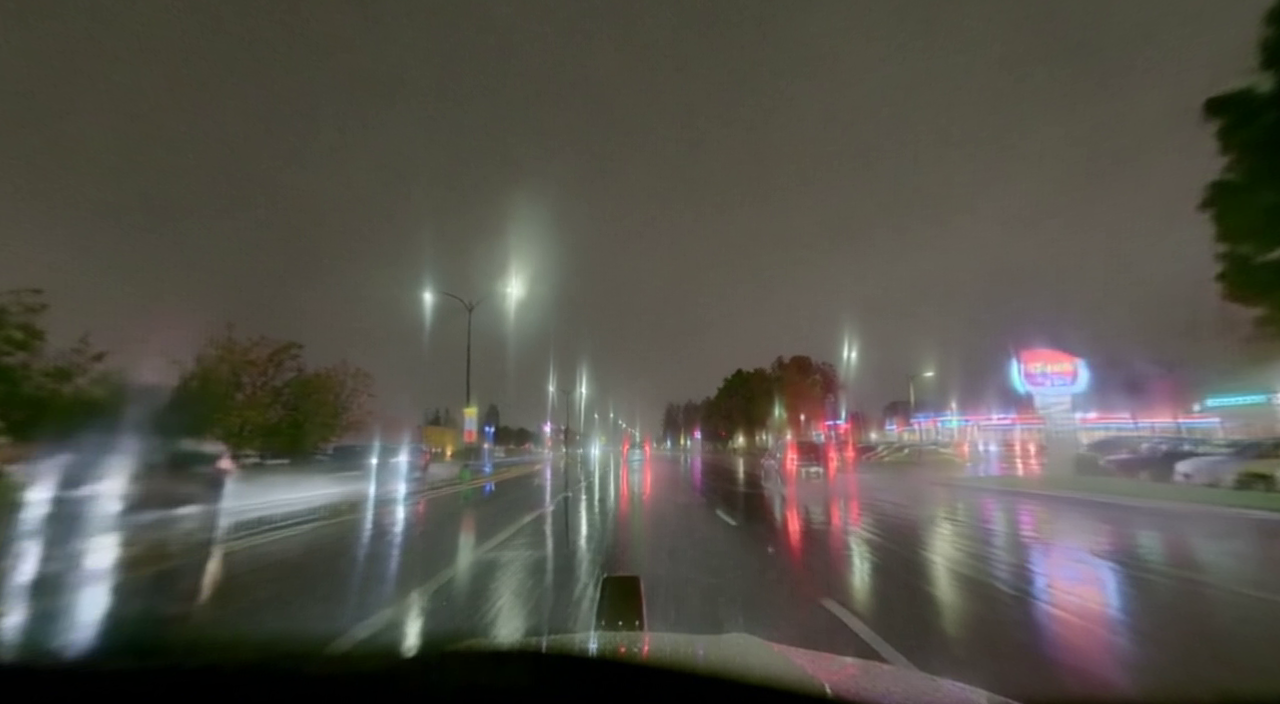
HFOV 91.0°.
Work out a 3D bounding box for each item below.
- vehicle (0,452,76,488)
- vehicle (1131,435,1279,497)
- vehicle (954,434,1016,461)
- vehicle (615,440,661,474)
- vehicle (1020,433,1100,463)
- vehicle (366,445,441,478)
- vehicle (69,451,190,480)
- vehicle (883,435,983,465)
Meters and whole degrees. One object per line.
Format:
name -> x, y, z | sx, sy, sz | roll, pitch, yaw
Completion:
vehicle -> -27.737, 5.083, 27.314 | 4.563, 1.480, 1.946 | 0, -9, 0
vehicle -> 16.289, 3.034, 17.087 | 1.949, 1.458, 4.865 | 0, -9, 0
vehicle -> 26.678, 7.460, 48.893 | 2.046, 1.893, 5.097 | -3, -9, 2
vehicle -> -0.121, 4.854, 29.161 | 1.998, 1.452, 3.773 | 0, -9, -1
vehicle -> 28.006, 6.462, 42.212 | 1.991, 1.877, 5.024 | 0, -9, 1
vehicle -> -11.924, 5.551, 32.120 | 2.041, 1.553, 4.433 | 0, -9, 1
vehicle -> -26.924, 5.995, 33.330 | 4.660, 1.446, 1.870 | 1, -9, -3
vehicle -> 17.905, 6.007, 38.680 | 5.083, 1.778, 2.063 | 0, -9, 0
